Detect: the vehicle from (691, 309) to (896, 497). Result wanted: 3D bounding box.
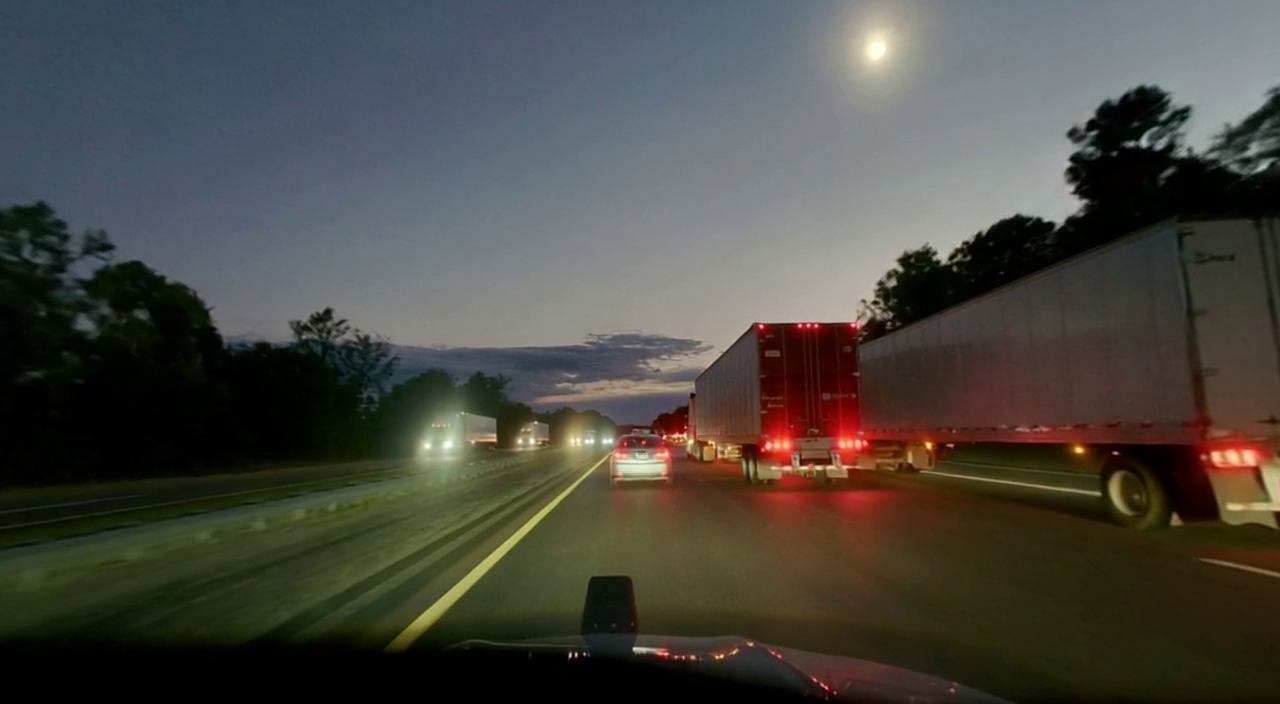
[{"bbox_3d":[3.898,1.993,20.834,2.888,4.099,14.183,0,-7,-1],"label":"vehicle"}]

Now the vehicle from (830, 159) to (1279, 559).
[{"bbox_3d":[8.081,0.930,13.797,3.110,4.308,14.260,0,-7,-1],"label":"vehicle"}]

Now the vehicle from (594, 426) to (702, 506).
[{"bbox_3d":[0.106,2.398,13.798,2.038,1.477,3.773,0,-8,-1],"label":"vehicle"}]
